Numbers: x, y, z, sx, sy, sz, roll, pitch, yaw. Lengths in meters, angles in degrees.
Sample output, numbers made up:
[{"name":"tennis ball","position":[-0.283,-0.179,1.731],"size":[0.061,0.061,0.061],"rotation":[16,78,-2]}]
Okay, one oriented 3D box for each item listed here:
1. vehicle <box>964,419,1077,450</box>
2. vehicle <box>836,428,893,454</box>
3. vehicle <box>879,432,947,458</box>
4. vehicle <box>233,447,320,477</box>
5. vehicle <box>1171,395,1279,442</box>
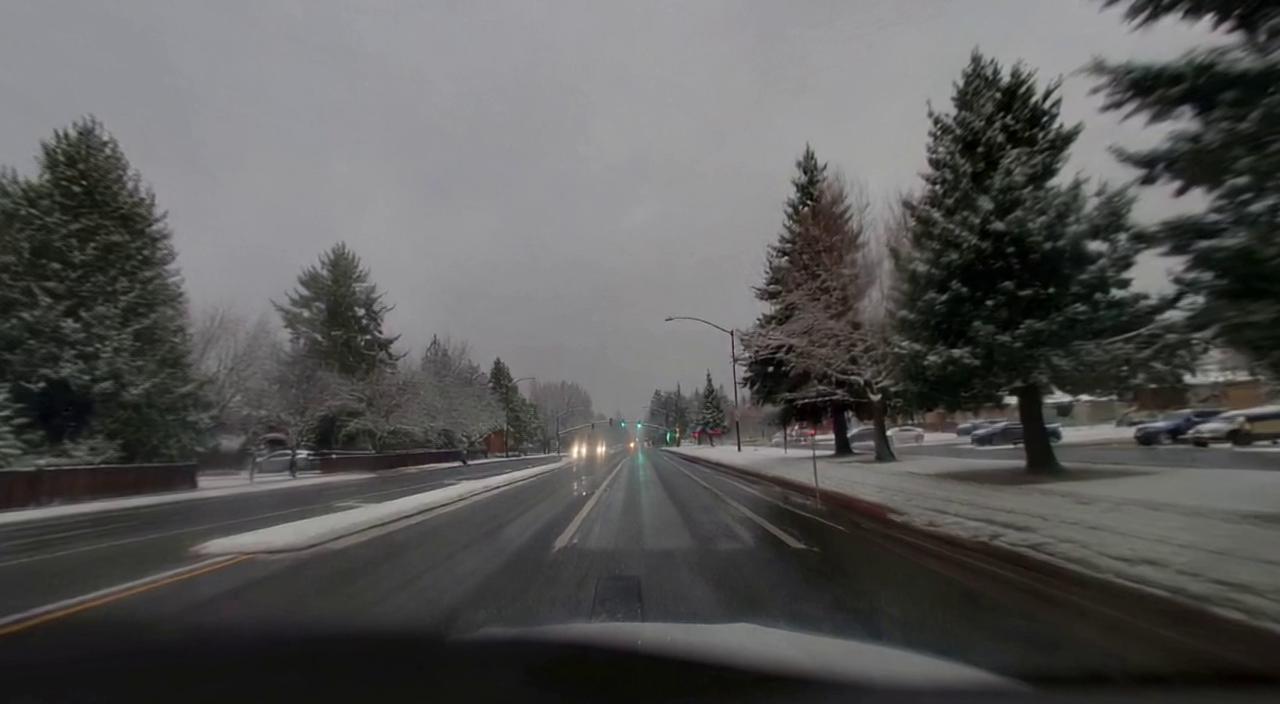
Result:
[{"name":"vehicle","position":[22.544,4.924,37.602],"size":[5.268,1.720,2.149],"rotation":[-1,-8,1]},{"name":"vehicle","position":[15.701,6.277,44.404],"size":[2.106,1.670,5.008],"rotation":[0,-8,-1]},{"name":"vehicle","position":[16.055,5.520,37.441],"size":[1.849,1.415,4.801],"rotation":[0,-8,0]},{"name":"vehicle","position":[-24.654,7.453,42.947],"size":[4.715,1.451,1.863],"rotation":[-5,-3,-3]},{"name":"vehicle","position":[23.667,2.576,24.363],"size":[4.603,1.704,1.936],"rotation":[0,-8,-2]}]
